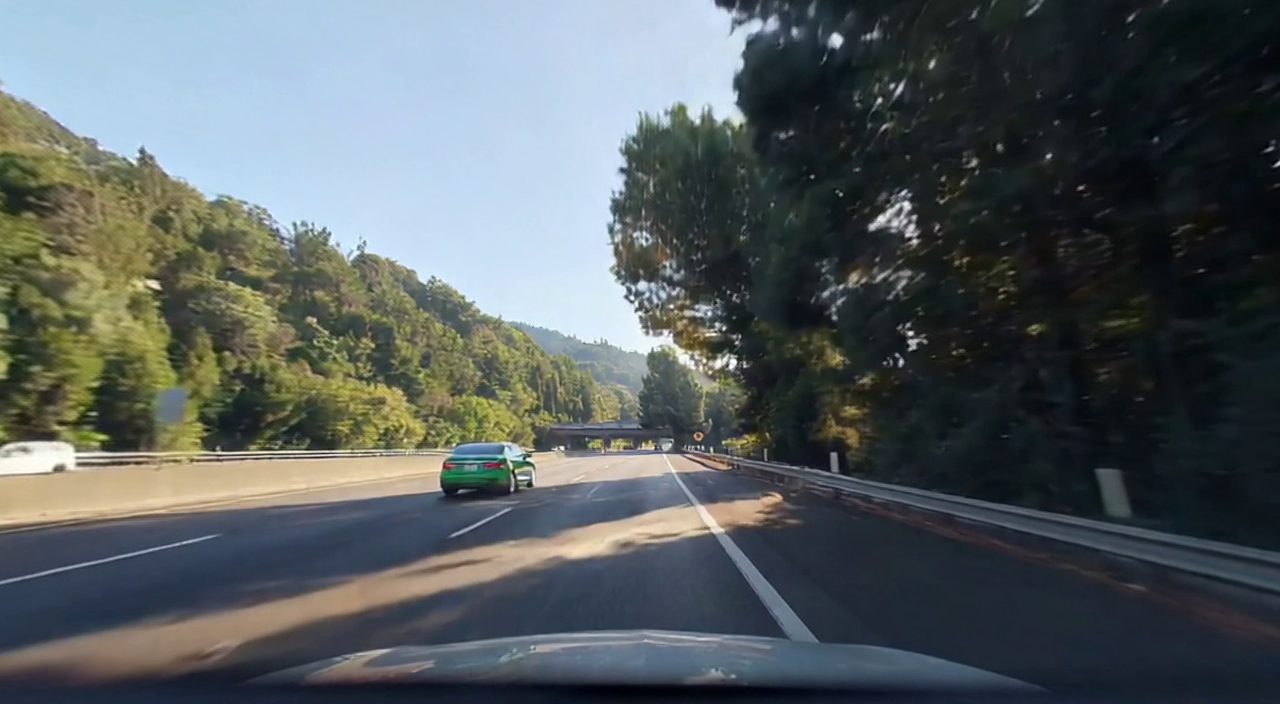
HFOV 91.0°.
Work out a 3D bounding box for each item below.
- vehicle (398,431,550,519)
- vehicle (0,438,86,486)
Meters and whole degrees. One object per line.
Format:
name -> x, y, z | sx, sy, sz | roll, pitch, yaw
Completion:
vehicle -> -3.300, 2.533, 13.573 | 2.015, 1.561, 4.469 | 0, -8, 1
vehicle -> -23.051, 3.966, 22.739 | 1.868, 1.620, 4.490 | -1, -8, 1
